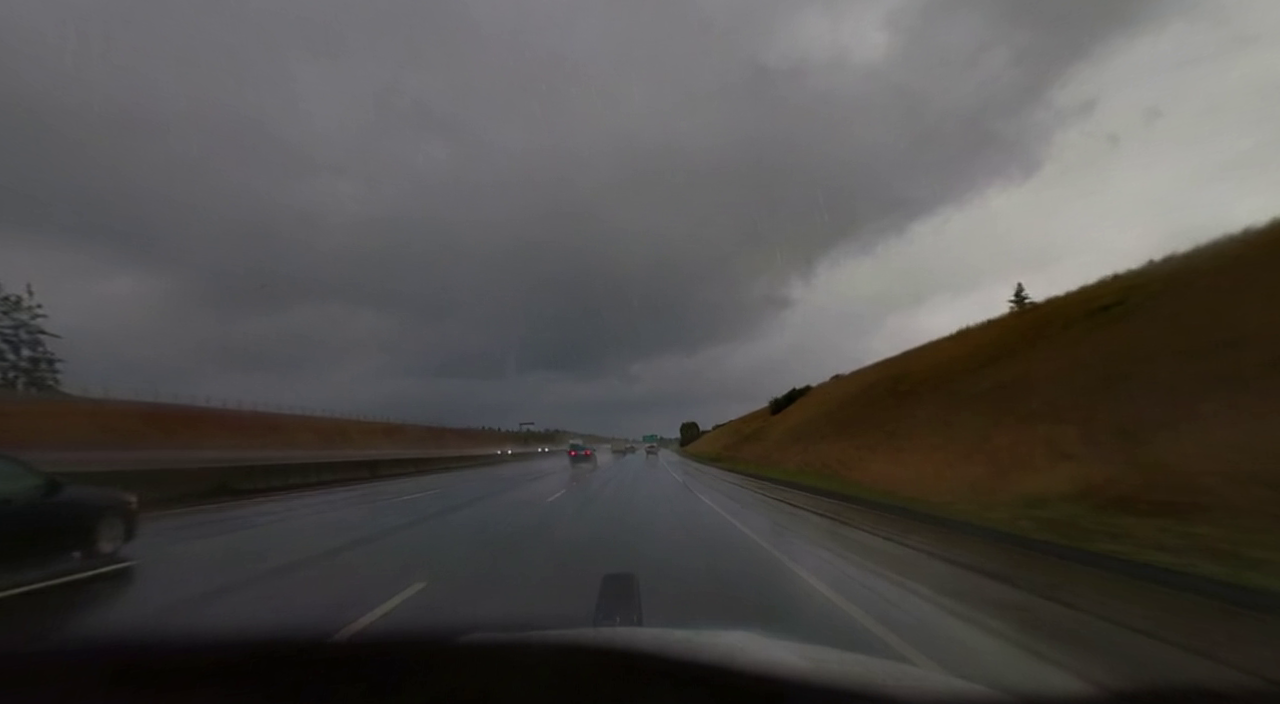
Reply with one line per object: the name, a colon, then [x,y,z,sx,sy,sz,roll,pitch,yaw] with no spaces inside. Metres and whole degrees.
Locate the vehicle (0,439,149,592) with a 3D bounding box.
vehicle: [-7.686,1.652,6.180,2.069,1.566,4.480,0,-9,-1]

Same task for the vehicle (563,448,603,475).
vehicle: [-3.246,6.303,36.287,1.895,1.482,3.852,0,-9,1]
